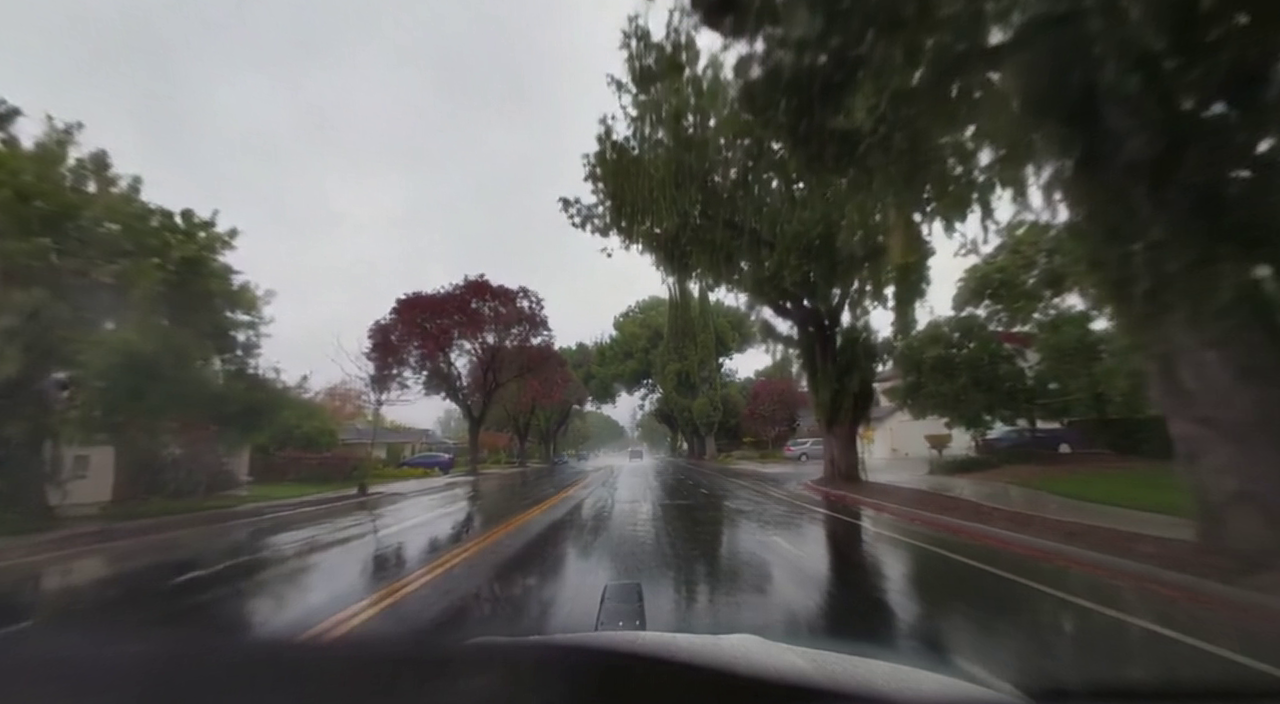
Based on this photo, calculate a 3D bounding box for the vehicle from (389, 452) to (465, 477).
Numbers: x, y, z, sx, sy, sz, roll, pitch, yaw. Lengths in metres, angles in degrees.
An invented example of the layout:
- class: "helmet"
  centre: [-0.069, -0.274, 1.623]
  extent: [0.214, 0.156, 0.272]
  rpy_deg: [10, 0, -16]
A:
- class: "vehicle"
  centre: [-15.679, 8.277, 46.714]
  extent: [4.859, 1.780, 2.031]
  rpy_deg: [0, -9, 2]

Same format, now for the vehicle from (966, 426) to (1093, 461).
- class: "vehicle"
  centre: [16.897, 4.046, 27.610]
  extent: [1.867, 1.390, 4.234]
  rpy_deg: [4, -10, -34]

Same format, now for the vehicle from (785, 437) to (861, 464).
- class: "vehicle"
  centre: [12.003, 6.493, 41.638]
  extent: [4.392, 1.685, 1.959]
  rpy_deg: [1, -8, -4]
